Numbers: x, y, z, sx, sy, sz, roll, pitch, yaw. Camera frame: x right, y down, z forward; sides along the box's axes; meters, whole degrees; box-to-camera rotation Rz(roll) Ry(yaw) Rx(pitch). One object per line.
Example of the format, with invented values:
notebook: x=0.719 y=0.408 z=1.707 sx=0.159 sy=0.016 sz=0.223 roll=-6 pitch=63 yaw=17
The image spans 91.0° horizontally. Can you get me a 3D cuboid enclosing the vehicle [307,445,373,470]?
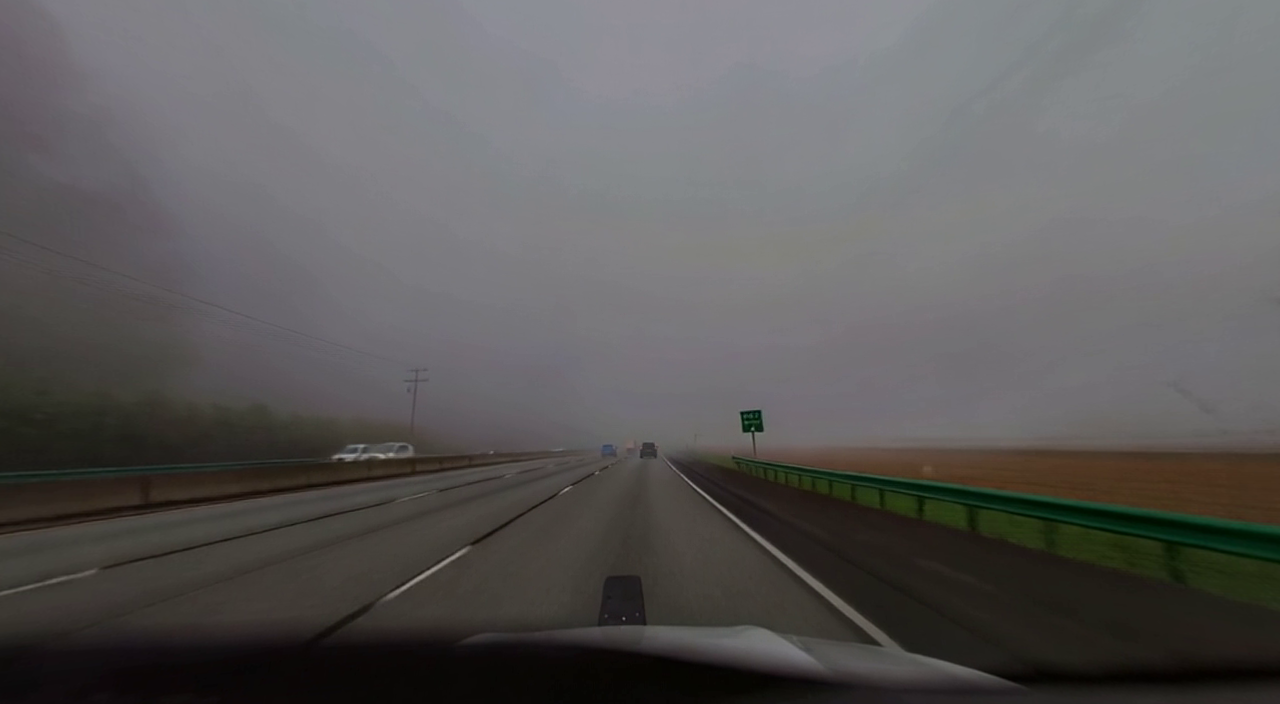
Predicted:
vehicle: x=-19.816 y=6.969 z=41.751 sx=2.156 sy=1.525 sz=4.354 roll=0 pitch=-8 yaw=1

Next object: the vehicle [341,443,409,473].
vehicle: x=-15.727 y=6.283 z=37.605 sx=1.947 sy=1.646 sz=4.630 roll=0 pitch=-8 yaw=1
